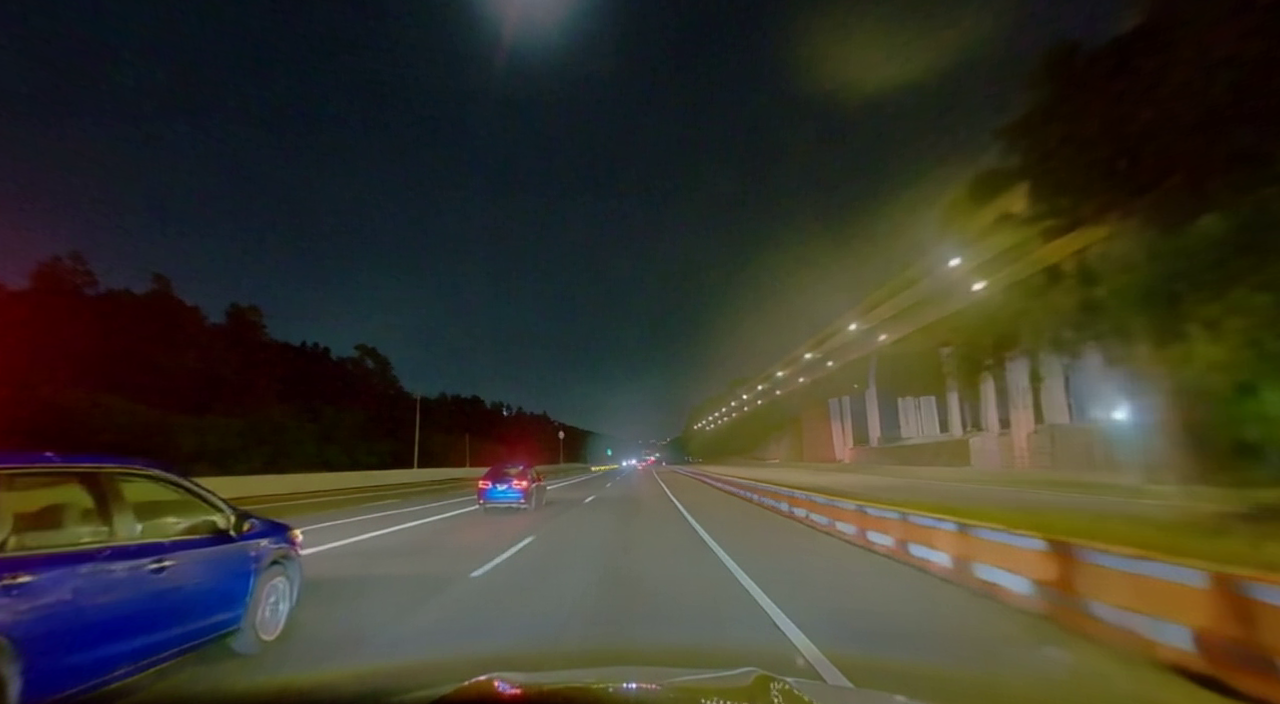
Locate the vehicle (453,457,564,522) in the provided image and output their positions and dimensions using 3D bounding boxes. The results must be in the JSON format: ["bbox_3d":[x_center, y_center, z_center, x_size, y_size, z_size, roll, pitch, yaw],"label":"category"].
[{"bbox_3d":[-3.268,3.525,16.499,1.992,1.466,3.690,0,-10,2],"label":"vehicle"}]

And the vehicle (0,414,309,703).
[{"bbox_3d":[-3.653,0.969,2.358,2.023,1.507,5.082,1,-10,0],"label":"vehicle"}]
